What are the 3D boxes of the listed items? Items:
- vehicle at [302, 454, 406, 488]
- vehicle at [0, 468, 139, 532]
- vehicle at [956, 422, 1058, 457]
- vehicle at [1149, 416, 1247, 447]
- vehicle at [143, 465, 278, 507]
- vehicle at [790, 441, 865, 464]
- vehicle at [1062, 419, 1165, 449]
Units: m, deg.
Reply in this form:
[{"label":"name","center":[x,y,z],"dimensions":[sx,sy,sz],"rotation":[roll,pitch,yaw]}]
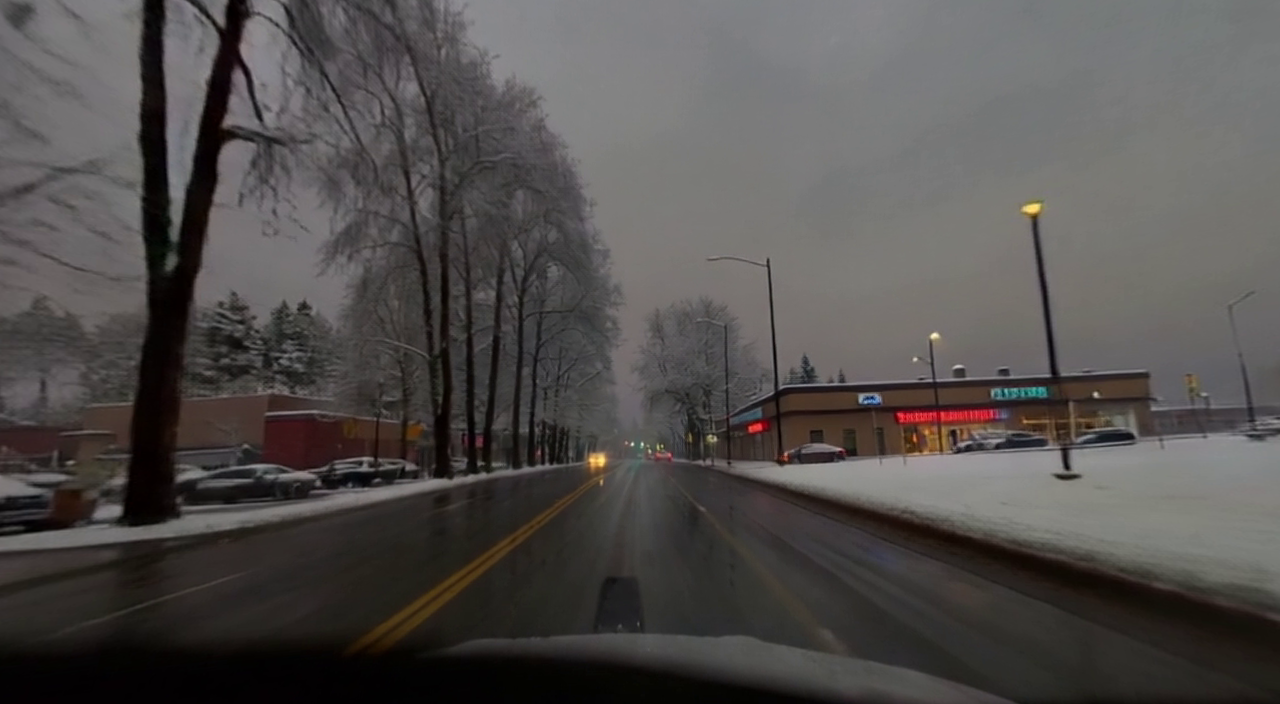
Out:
[{"label":"vehicle","center":[-15.259,6.368,33.857],"dimensions":[4.579,1.701,2.033],"rotation":[-1,-9,1]},{"label":"vehicle","center":[-15.633,3.753,16.190],"dimensions":[4.023,1.475,1.767],"rotation":[0,-9,0]},{"label":"vehicle","center":[25.059,6.014,43.266],"dimensions":[5.444,1.901,2.250],"rotation":[-4,-9,-1]},{"label":"vehicle","center":[38.105,5.474,43.194],"dimensions":[4.812,1.717,1.887],"rotation":[-4,-9,-1]},{"label":"vehicle","center":[-15.948,4.970,23.584],"dimensions":[3.771,1.404,1.639],"rotation":[0,-9,-2]},{"label":"vehicle","center":[12.167,6.560,41.239],"dimensions":[4.404,1.445,1.844],"rotation":[-2,-9,9]},{"label":"vehicle","center":[32.293,5.649,43.173],"dimensions":[5.318,1.849,2.058],"rotation":[-1,-9,-2]}]
